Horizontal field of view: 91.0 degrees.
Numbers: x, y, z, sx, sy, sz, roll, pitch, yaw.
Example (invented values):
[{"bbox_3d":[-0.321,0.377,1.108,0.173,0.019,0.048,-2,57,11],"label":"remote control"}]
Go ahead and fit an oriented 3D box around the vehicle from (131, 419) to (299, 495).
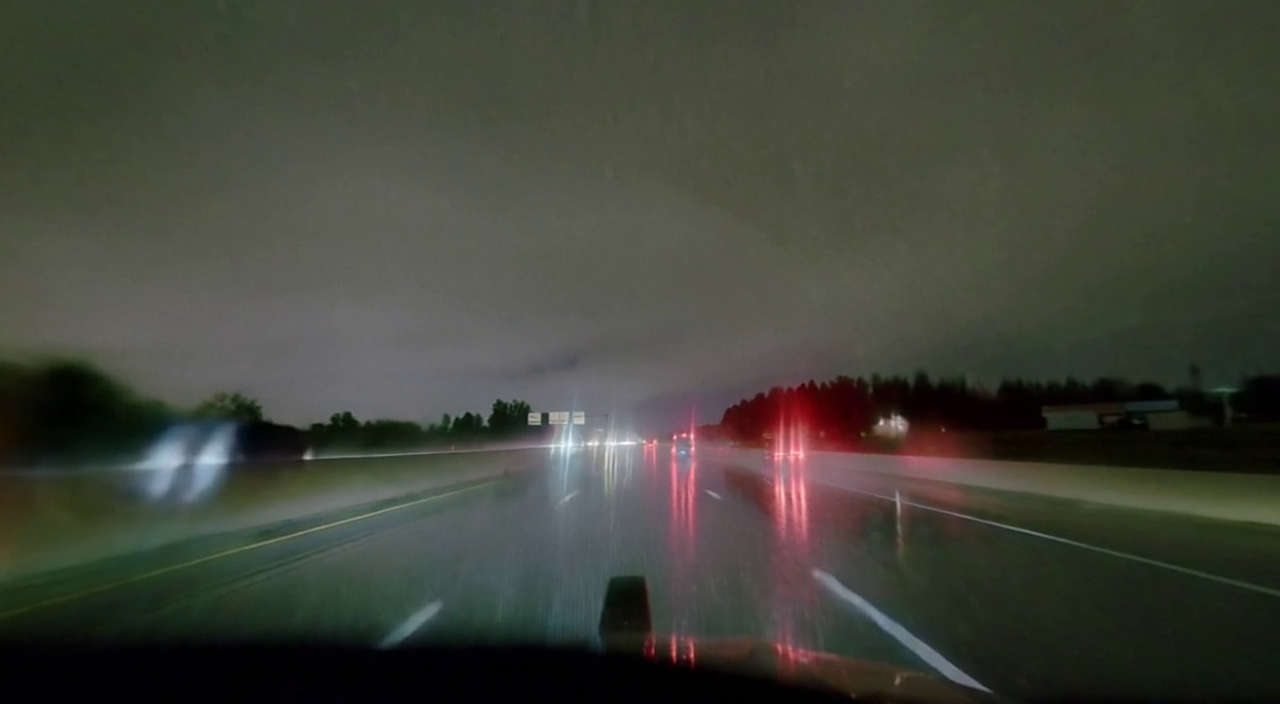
[{"bbox_3d":[-18.741,4.665,28.451,2.651,3.017,6.875,0,-8,1],"label":"vehicle"}]
